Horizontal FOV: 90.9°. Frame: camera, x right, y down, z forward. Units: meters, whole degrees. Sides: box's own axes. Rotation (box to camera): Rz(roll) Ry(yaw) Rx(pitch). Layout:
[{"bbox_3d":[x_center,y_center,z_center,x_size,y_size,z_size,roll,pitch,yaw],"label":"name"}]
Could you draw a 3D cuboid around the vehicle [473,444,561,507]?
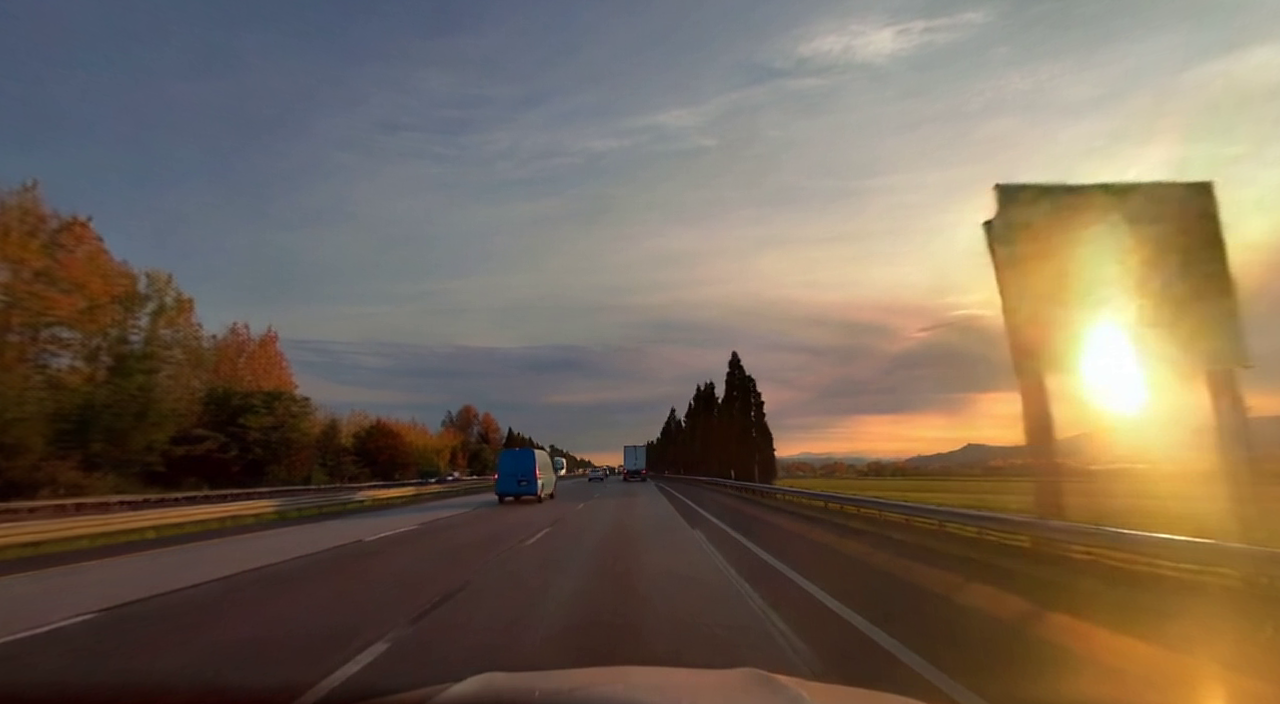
[{"bbox_3d":[-4.239,4.402,22.607,2.208,1.973,4.716,1,-10,0],"label":"vehicle"}]
